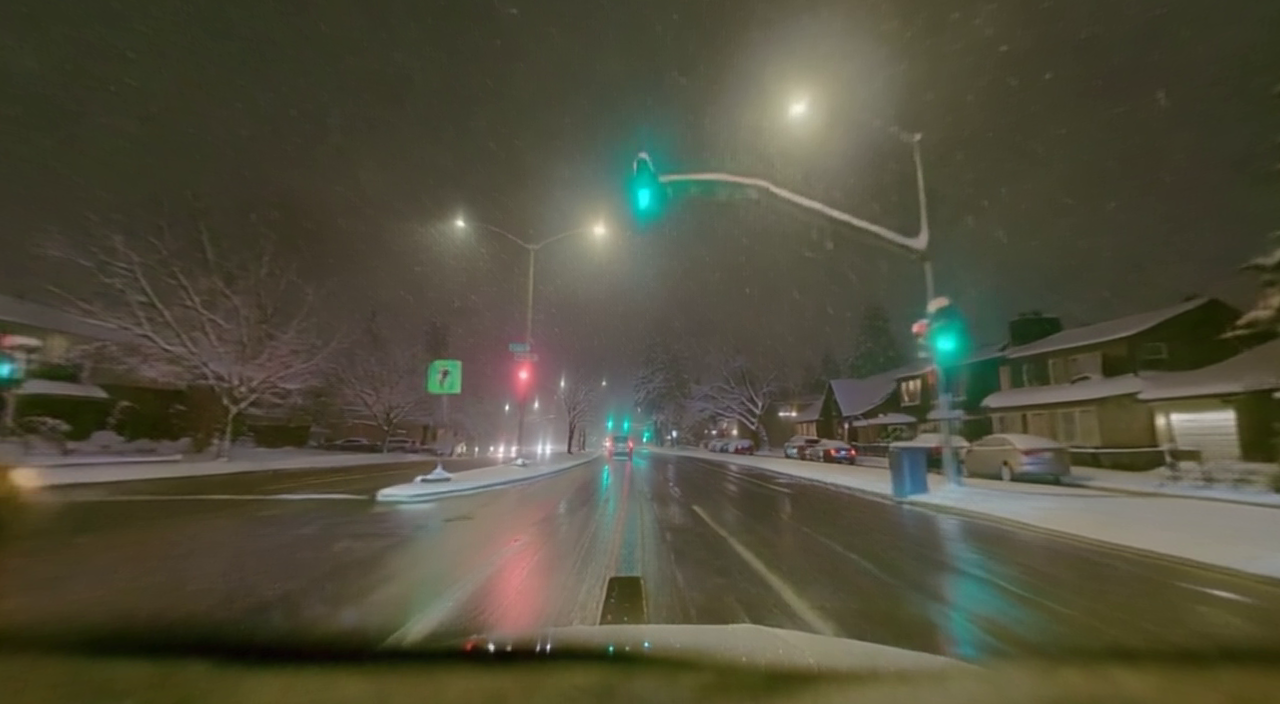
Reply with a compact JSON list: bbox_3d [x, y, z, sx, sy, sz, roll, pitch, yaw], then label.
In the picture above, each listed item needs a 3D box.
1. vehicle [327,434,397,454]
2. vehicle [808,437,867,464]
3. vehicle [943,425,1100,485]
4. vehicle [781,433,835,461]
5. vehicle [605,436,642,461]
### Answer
[{"bbox_3d":[-21.768,7.214,49.450,4.547,1.484,1.914,0,-8,1],"label":"vehicle"},{"bbox_3d":[11.200,5.617,36.095,1.838,1.443,4.563,0,-8,-1],"label":"vehicle"},{"bbox_3d":[11.722,3.192,19.851,2.018,1.665,4.576,0,-8,-1],"label":"vehicle"},{"bbox_3d":[10.964,6.237,41.526,2.156,1.689,4.774,0,-8,-1],"label":"vehicle"},{"bbox_3d":[-1.016,5.906,38.744,2.113,1.462,4.203,0,-8,-2],"label":"vehicle"}]
